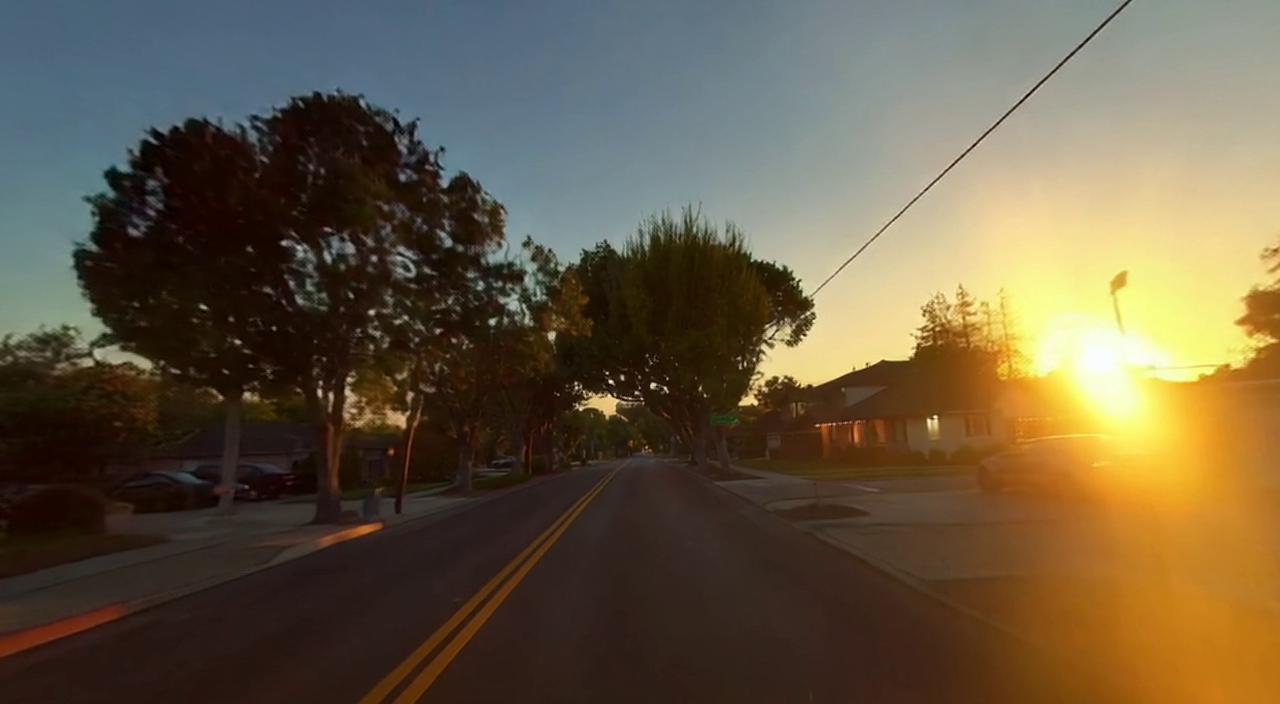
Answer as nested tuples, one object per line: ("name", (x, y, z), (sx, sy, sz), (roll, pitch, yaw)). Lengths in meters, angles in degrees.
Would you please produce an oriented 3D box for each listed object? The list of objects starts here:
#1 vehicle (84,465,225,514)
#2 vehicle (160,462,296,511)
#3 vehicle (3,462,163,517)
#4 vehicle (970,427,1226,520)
("vehicle", (-17.902, 5.051, 23.550), (1.903, 1.500, 4.214), (0, -8, 0))
("vehicle", (-15.054, 4.909, 23.431), (1.830, 1.495, 4.641), (0, -8, 1))
("vehicle", (-20.502, 5.045, 23.529), (1.909, 1.691, 4.499), (0, -8, -1))
("vehicle", (8.601, 2.231, 12.413), (1.806, 1.496, 4.164), (0, -7, -2))
